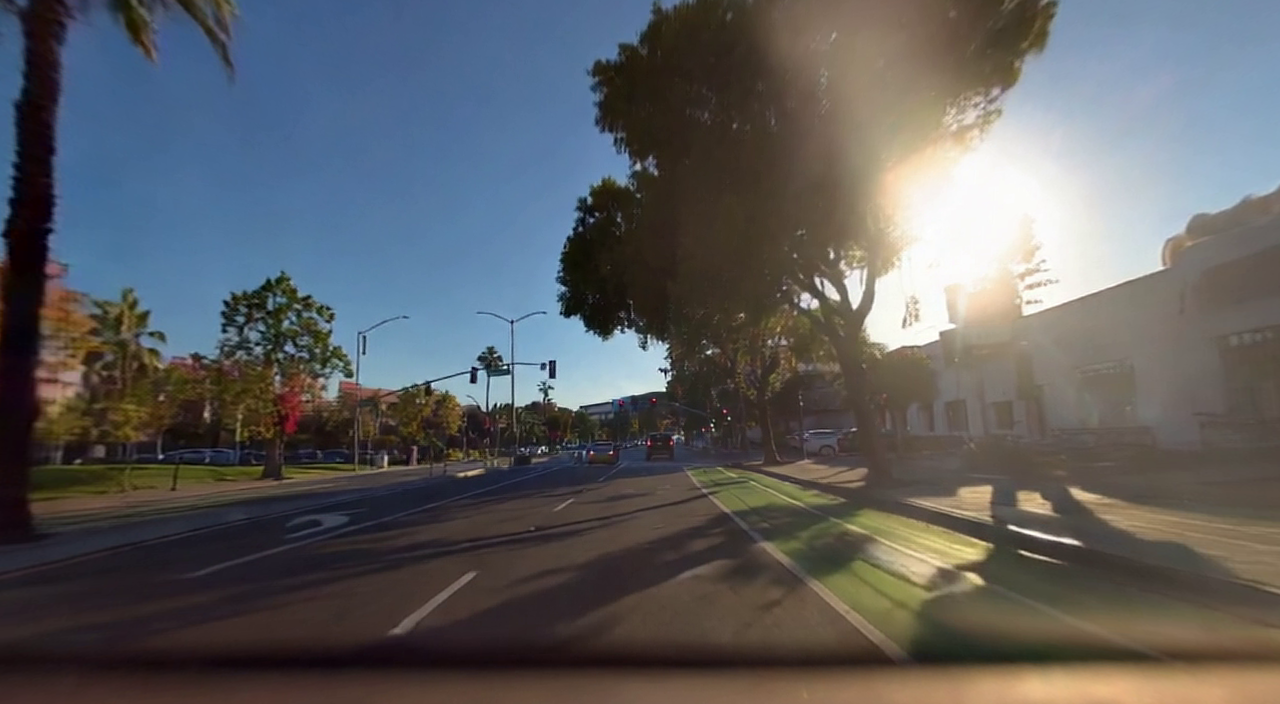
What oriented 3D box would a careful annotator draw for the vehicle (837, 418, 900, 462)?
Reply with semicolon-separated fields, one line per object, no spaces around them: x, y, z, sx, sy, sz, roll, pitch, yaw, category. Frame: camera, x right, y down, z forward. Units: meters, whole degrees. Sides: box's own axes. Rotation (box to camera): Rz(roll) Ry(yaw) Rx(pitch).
12.311;4.800;34.446;1.996;2.172;5.298;-1;-8;6;vehicle

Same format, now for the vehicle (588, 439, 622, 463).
-2.313;6.682;42.718;1.969;1.481;3.868;-1;-8;2;vehicle

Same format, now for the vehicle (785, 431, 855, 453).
13.737;6.897;48.395;4.685;1.554;2.019;-1;-8;2;vehicle

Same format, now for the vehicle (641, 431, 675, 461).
1.217;6.434;43.378;2.206;1.922;4.262;0;-8;1;vehicle
